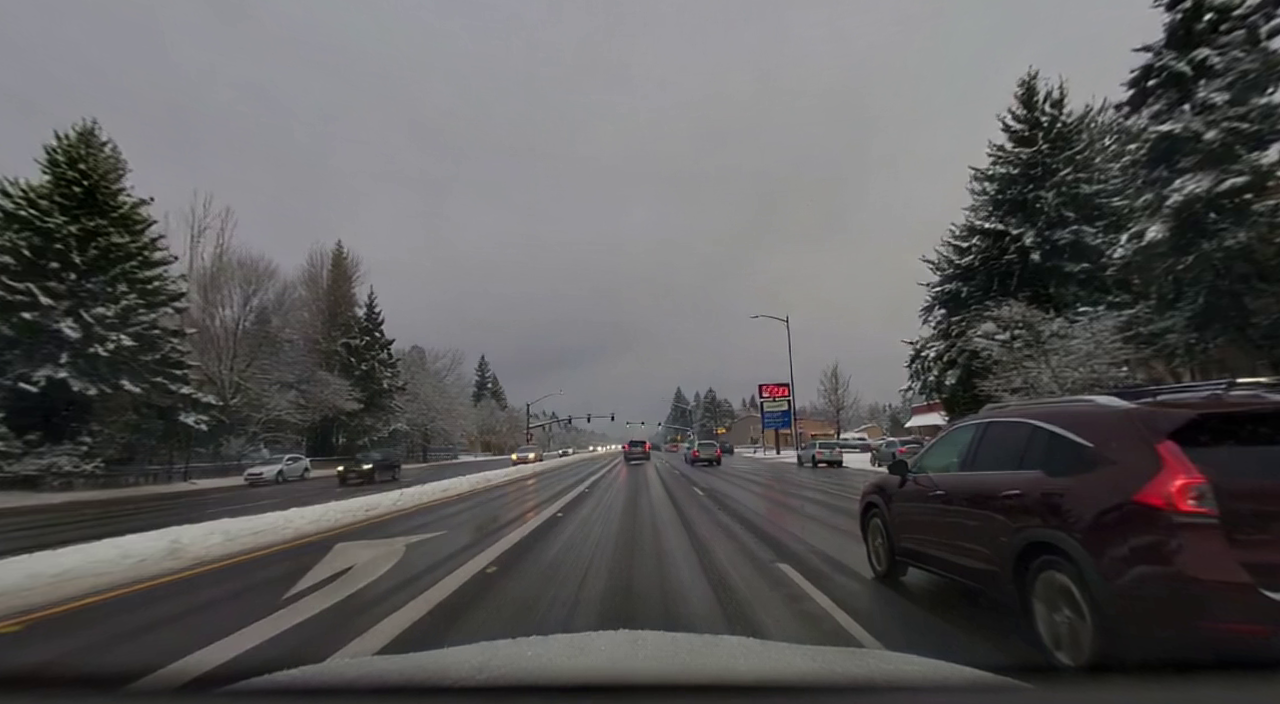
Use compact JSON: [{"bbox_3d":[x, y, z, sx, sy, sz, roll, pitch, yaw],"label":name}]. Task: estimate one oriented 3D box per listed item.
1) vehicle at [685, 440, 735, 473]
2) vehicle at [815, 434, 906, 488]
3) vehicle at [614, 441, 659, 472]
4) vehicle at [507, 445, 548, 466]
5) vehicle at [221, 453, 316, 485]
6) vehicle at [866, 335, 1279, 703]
[{"bbox_3d":[3.352,5.119,31.140,1.889,1.473,4.303,0,-8,-1],"label":"vehicle"},{"bbox_3d":[7.719,3.833,22.661,2.444,1.700,4.771,-2,-9,12],"label":"vehicle"},{"bbox_3d":[-0.190,5.278,32.044,2.135,1.468,4.076,0,-8,0],"label":"vehicle"},{"bbox_3d":[-8.205,7.583,46.500,2.062,1.499,4.528,0,-8,1],"label":"vehicle"},{"bbox_3d":[-20.086,6.332,34.511,2.201,1.561,5.095,0,-8,-1],"label":"vehicle"},{"bbox_3d":[3.102,0.979,3.491,2.022,1.643,4.326,0,-8,-1],"label":"vehicle"}]
